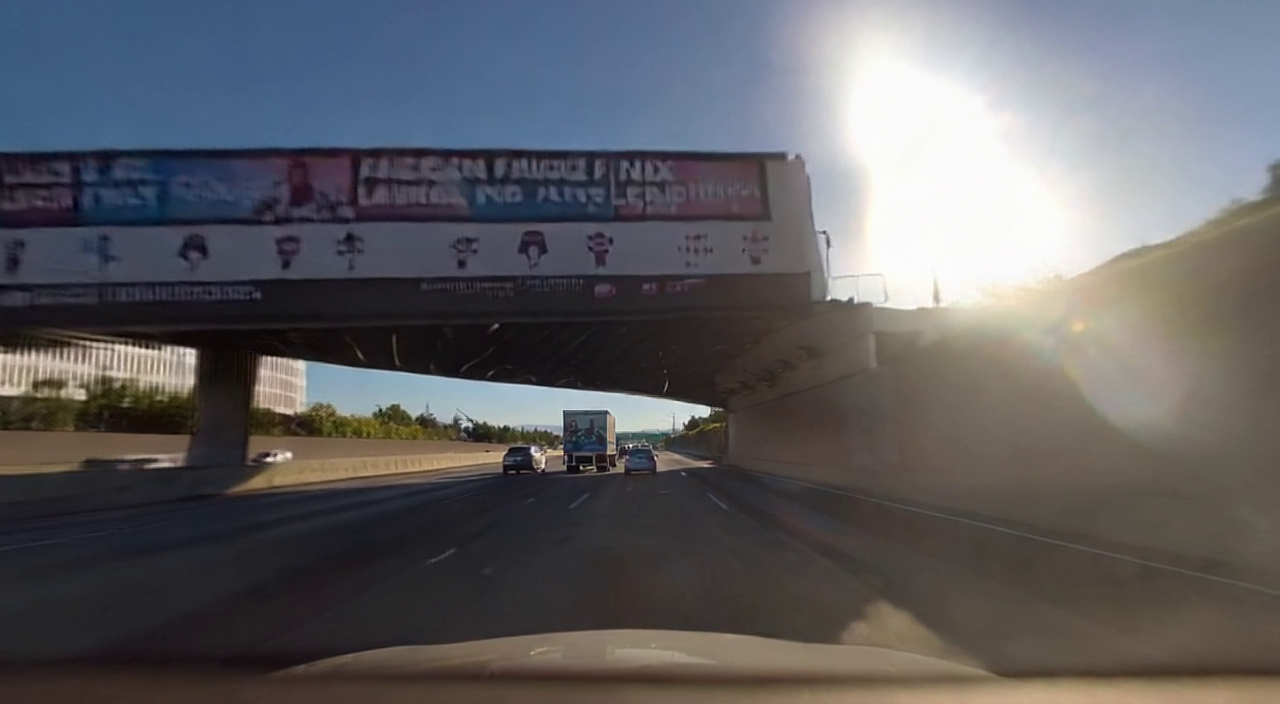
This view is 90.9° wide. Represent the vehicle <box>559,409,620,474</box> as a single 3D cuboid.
[{"bbox_3d":[-2.883,5.485,38.348,2.794,3.460,8.595,0,-9,1],"label":"vehicle"}]

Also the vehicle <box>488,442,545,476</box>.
[{"bbox_3d":[-6.570,5.752,34.084,2.124,1.674,4.541,0,-9,0],"label":"vehicle"}]

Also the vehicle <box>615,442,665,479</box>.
[{"bbox_3d":[-0.031,4.963,29.015,2.168,1.597,3.615,0,-9,-1],"label":"vehicle"}]
